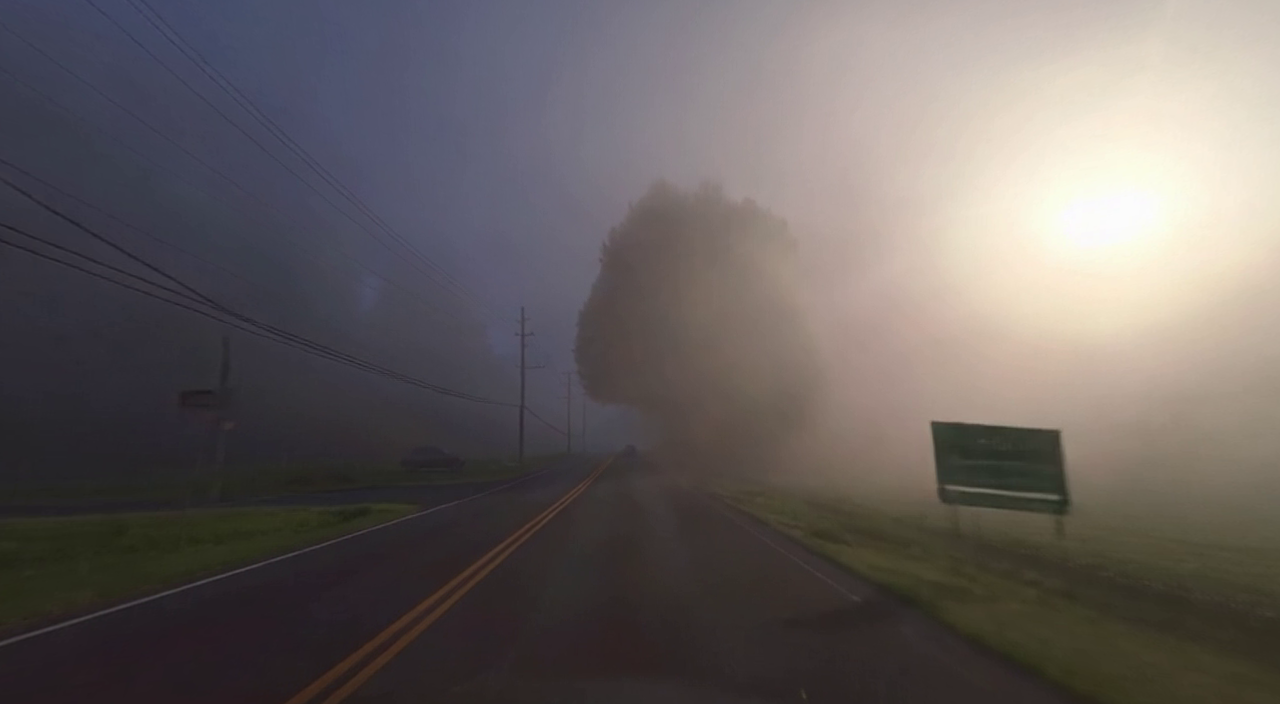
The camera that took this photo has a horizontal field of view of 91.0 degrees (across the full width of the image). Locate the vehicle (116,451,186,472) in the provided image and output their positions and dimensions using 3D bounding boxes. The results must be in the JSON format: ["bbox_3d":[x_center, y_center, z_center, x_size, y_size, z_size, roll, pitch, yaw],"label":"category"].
[{"bbox_3d":[-35.257,7.872,45.336,4.566,1.459,1.772,-4,-10,21],"label":"vehicle"}]

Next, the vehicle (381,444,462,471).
[{"bbox_3d":[-15.234,7.366,44.077,4.894,1.774,2.150,0,-8,1],"label":"vehicle"}]
